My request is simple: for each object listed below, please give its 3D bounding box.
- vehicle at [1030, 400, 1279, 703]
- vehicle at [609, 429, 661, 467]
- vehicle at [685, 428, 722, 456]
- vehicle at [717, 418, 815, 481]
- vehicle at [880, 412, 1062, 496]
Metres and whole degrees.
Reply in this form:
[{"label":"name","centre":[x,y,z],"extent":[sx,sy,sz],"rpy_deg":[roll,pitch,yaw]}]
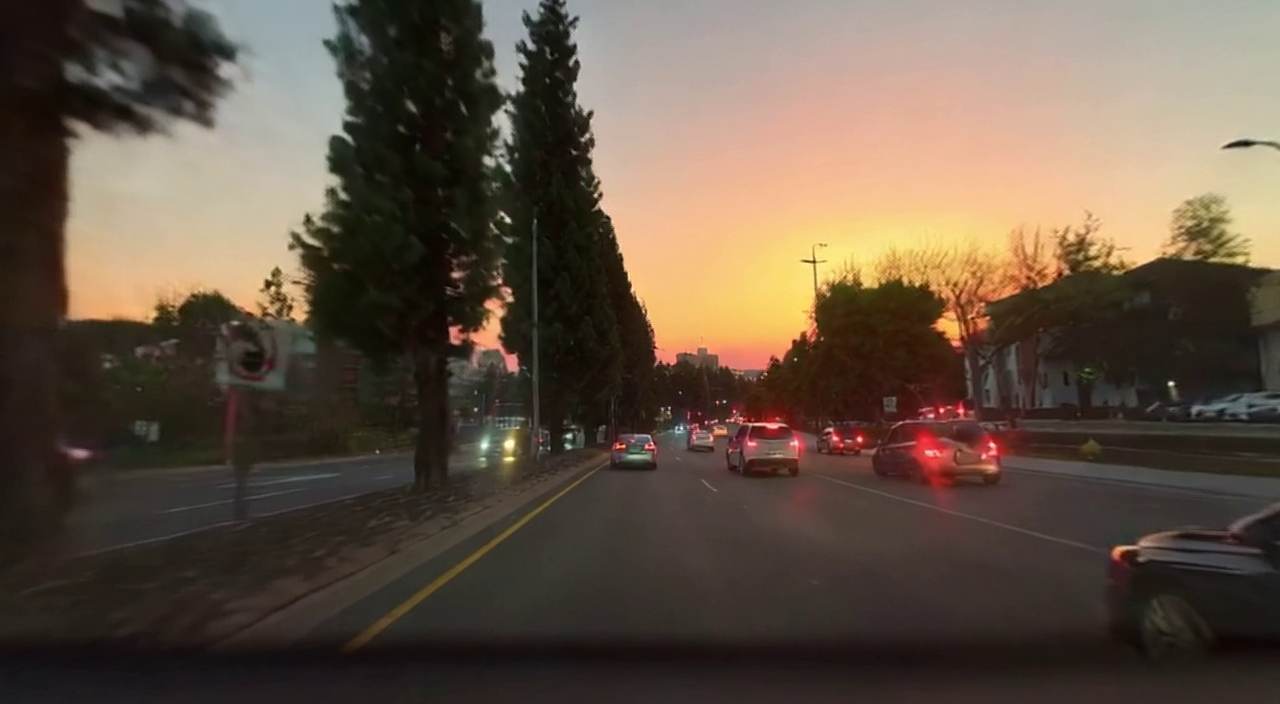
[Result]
[{"label":"vehicle","centre":[3.451,0.819,1.609],"extent":[2.010,1.490,4.639],"rpy_deg":[0,-8,2]},{"label":"vehicle","centre":[-0.181,4.215,27.620],"extent":[2.111,1.506,4.018],"rpy_deg":[0,-8,0]},{"label":"vehicle","centre":[4.092,5.887,41.100],"extent":[1.982,1.709,4.427],"rpy_deg":[0,-8,0]},{"label":"vehicle","centre":[3.739,2.987,19.445],"extent":[2.130,1.718,4.310],"rpy_deg":[0,-8,0]},{"label":"vehicle","centre":[7.651,2.415,15.146],"extent":[2.008,1.714,4.407],"rpy_deg":[0,-8,1]}]
